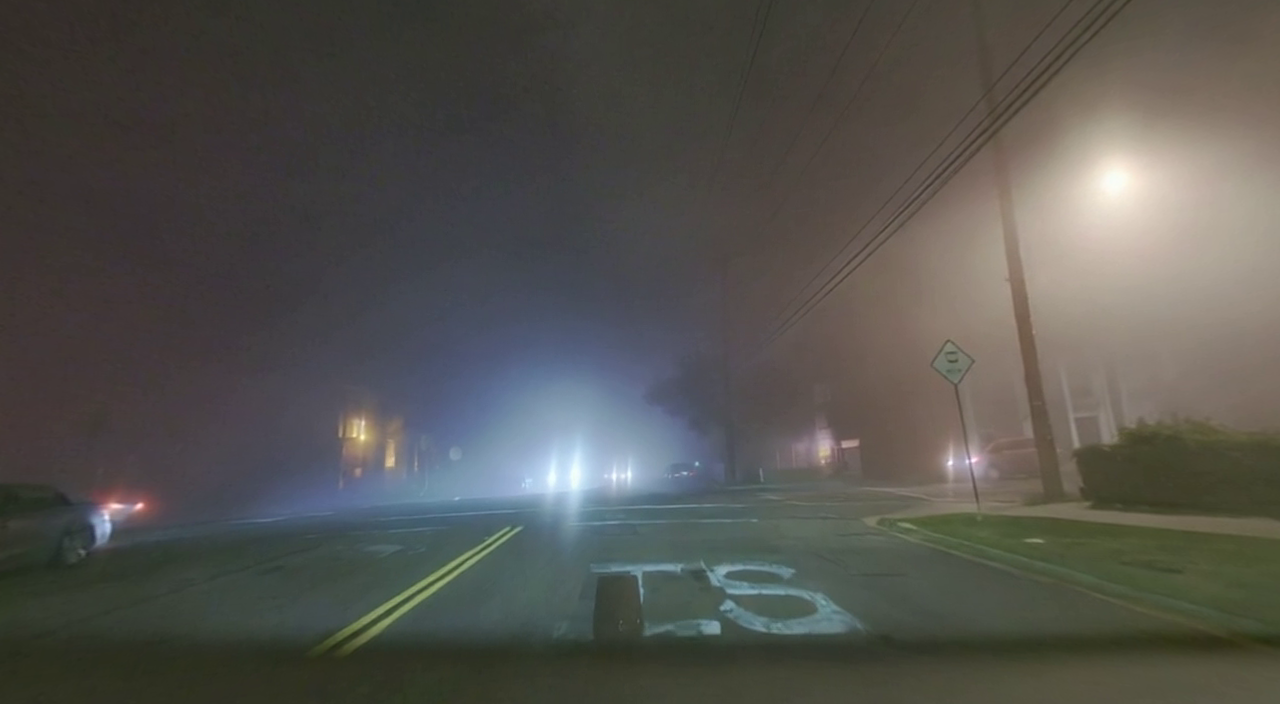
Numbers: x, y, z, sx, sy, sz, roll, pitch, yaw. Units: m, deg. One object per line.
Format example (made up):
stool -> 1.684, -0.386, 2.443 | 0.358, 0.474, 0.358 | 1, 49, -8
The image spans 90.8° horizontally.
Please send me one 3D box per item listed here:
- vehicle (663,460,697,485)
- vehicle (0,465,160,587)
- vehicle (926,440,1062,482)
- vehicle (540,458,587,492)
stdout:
vehicle -> 3.029, 9.260, 48.799 | 2.122, 1.699, 4.463 | 0, -8, -2
vehicle -> -9.423, 2.440, 8.796 | 2.000, 1.495, 4.687 | -2, -8, -3
vehicle -> 14.945, 4.594, 26.827 | 4.609, 1.660, 1.900 | 0, -8, -3
vehicle -> -4.167, 6.801, 35.167 | 2.108, 1.651, 4.176 | 0, -8, 0
